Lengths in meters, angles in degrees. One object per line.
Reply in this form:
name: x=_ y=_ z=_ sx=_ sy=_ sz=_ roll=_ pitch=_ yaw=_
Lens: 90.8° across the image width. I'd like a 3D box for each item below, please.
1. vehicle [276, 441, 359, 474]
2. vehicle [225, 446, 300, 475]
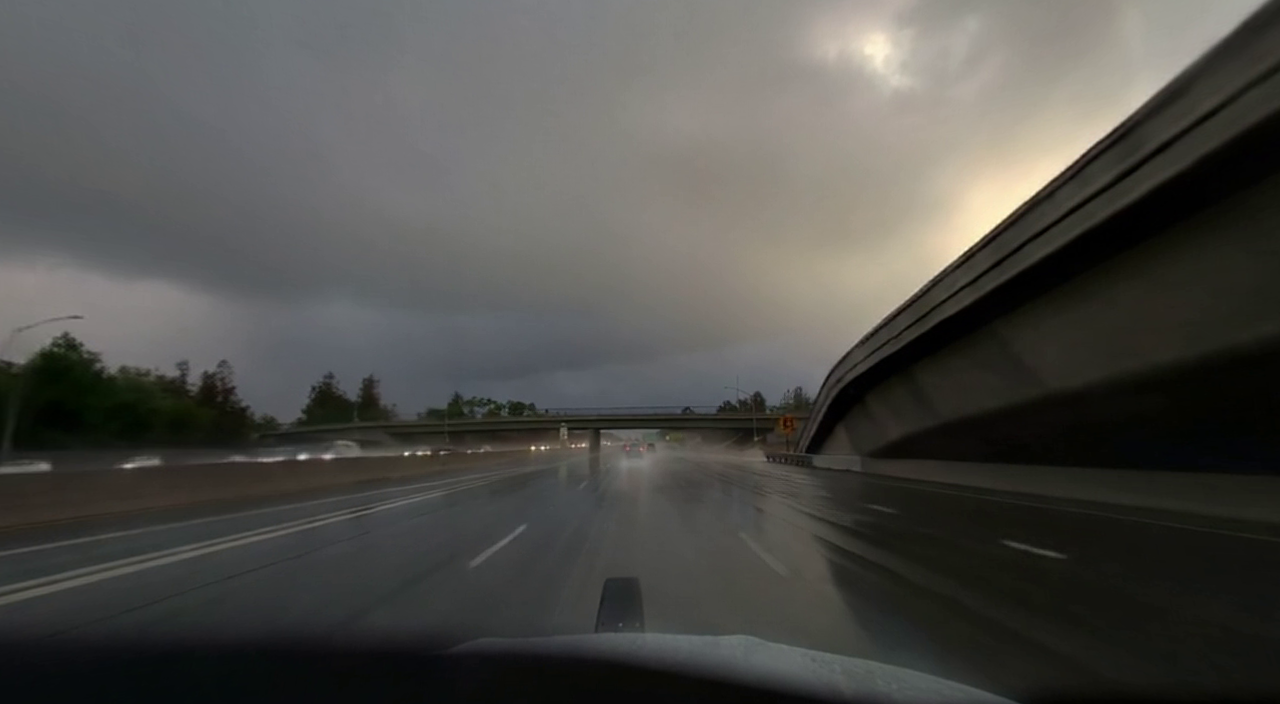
vehicle: x=-17.322 y=5.679 z=34.250 sx=1.993 sy=1.652 sz=4.732 roll=0 pitch=-9 yaw=0
vehicle: x=-20.915 y=6.020 z=35.211 sx=1.833 sy=1.529 sz=3.811 roll=0 pitch=-9 yaw=-1
